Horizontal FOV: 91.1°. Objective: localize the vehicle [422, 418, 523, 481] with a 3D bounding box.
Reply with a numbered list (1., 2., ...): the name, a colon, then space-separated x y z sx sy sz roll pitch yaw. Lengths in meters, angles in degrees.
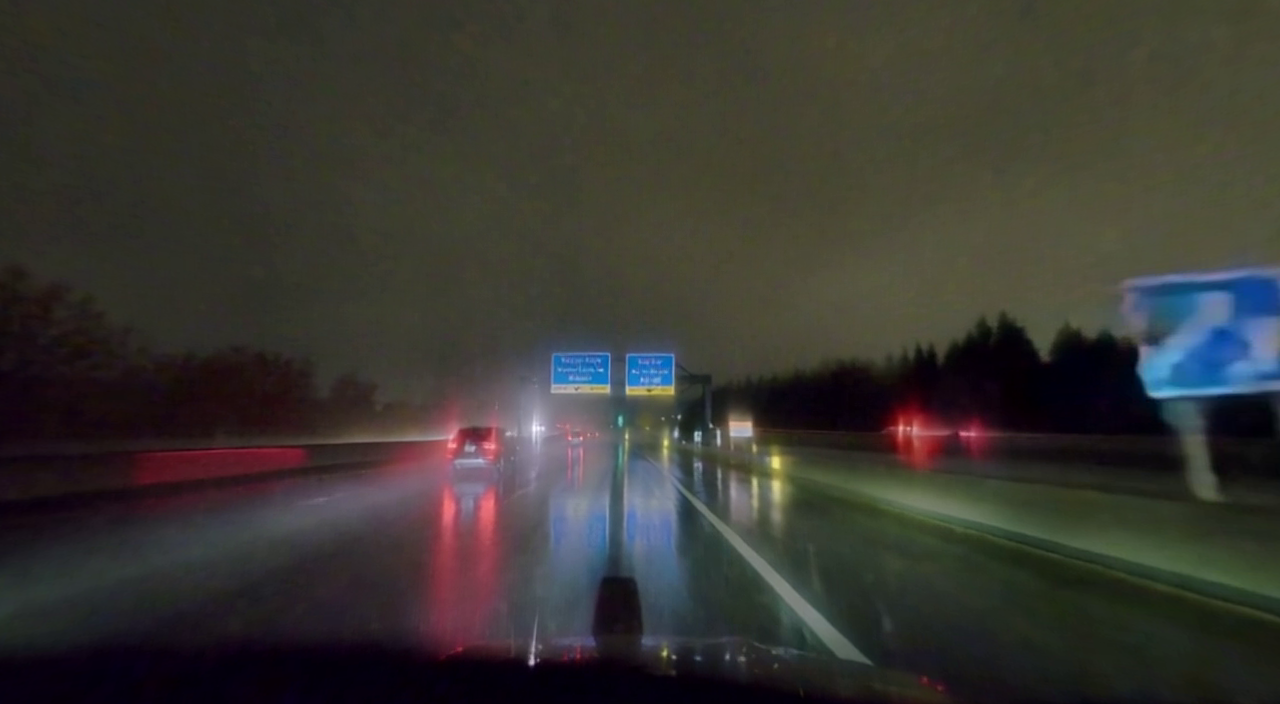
1. vehicle: -4.992 2.955 19.325 2.007 1.727 4.040 0 -8 0
